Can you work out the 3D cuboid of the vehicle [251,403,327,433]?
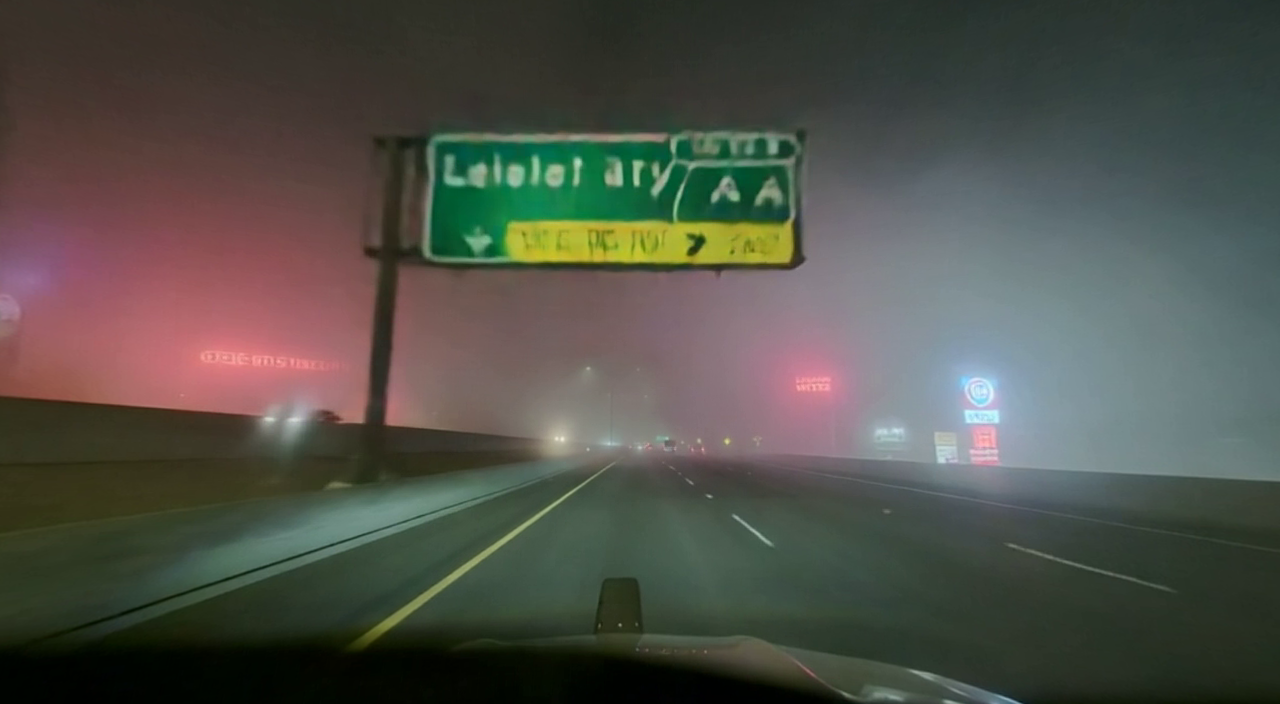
[{"bbox_3d":[-20.846,4.005,37.709,1.865,1.546,4.501,0,-8,1],"label":"vehicle"}]
